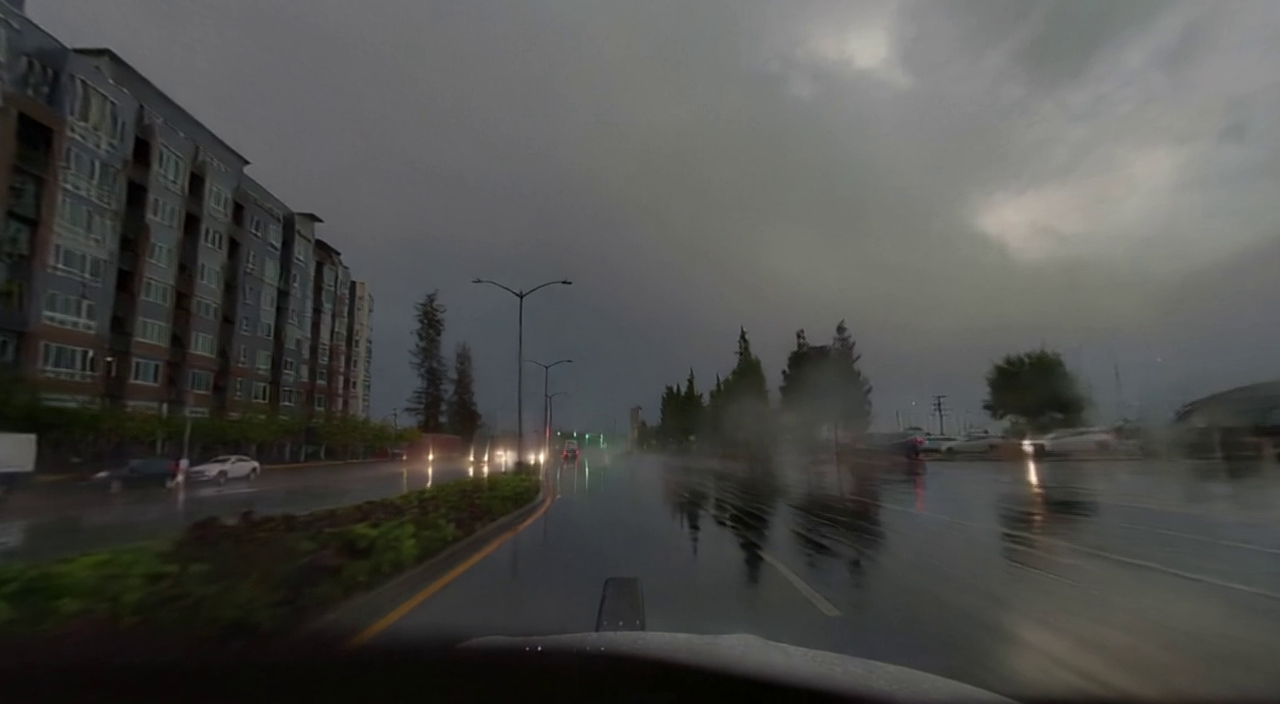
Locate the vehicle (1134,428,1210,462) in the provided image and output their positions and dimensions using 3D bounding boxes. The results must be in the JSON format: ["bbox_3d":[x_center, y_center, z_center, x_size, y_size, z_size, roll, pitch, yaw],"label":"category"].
[{"bbox_3d":[26.232,4.566,31.104,4.202,1.577,2.080,7,-11,-40],"label":"vehicle"}]

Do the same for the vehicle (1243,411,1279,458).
[{"bbox_3d":[36.767,4.808,36.462,5.151,2.514,2.332,10,-13,-43],"label":"vehicle"}]

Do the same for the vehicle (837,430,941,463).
[{"bbox_3d":[15.857,6.102,40.694,5.829,1.995,2.659,-2,-9,14],"label":"vehicle"}]

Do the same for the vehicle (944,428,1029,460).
[{"bbox_3d":[21.451,5.739,39.363,4.218,1.780,2.331,-1,-10,18],"label":"vehicle"}]

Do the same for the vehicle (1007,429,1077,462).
[{"bbox_3d":[21.735,5.042,34.057,2.218,1.617,4.783,-8,-11,43],"label":"vehicle"}]

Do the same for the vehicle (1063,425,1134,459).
[{"bbox_3d":[23.669,4.652,32.525,2.219,1.587,5.047,-8,-12,42],"label":"vehicle"}]

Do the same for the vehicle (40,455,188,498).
[{"bbox_3d":[-20.845,4.933,25.402,1.924,1.476,4.957,0,-9,-4],"label":"vehicle"}]

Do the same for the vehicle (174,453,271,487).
[{"bbox_3d":[-21.553,6.071,32.882,2.155,1.542,4.584,1,-9,-5],"label":"vehicle"}]
